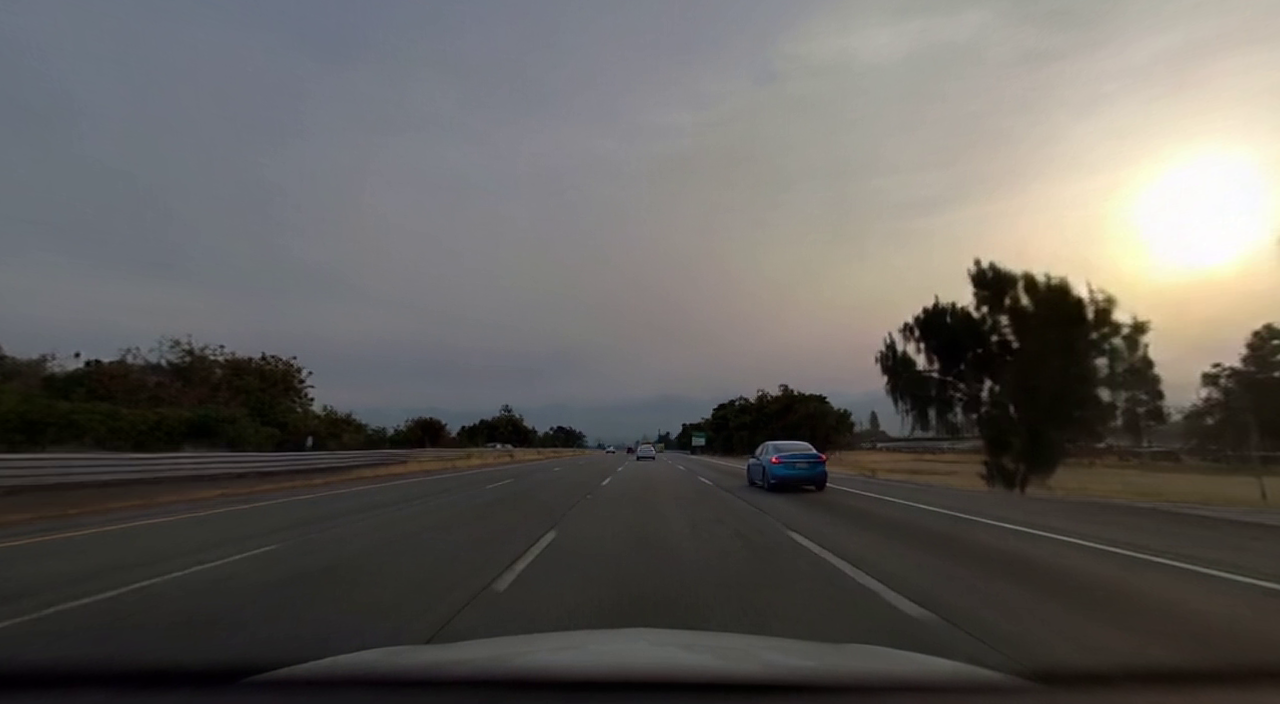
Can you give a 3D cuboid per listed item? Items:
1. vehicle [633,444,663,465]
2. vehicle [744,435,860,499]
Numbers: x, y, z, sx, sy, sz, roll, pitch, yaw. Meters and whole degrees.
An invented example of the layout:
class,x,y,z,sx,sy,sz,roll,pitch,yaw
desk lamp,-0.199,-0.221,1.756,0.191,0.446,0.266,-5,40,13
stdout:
class,x,y,z,sx,sy,sz,roll,pitch,yaw
vehicle,0.529,7.382,45.551,2.052,1.449,3.857,0,-8,0
vehicle,4.325,3.135,17.605,2.008,1.524,4.598,0,-8,0
